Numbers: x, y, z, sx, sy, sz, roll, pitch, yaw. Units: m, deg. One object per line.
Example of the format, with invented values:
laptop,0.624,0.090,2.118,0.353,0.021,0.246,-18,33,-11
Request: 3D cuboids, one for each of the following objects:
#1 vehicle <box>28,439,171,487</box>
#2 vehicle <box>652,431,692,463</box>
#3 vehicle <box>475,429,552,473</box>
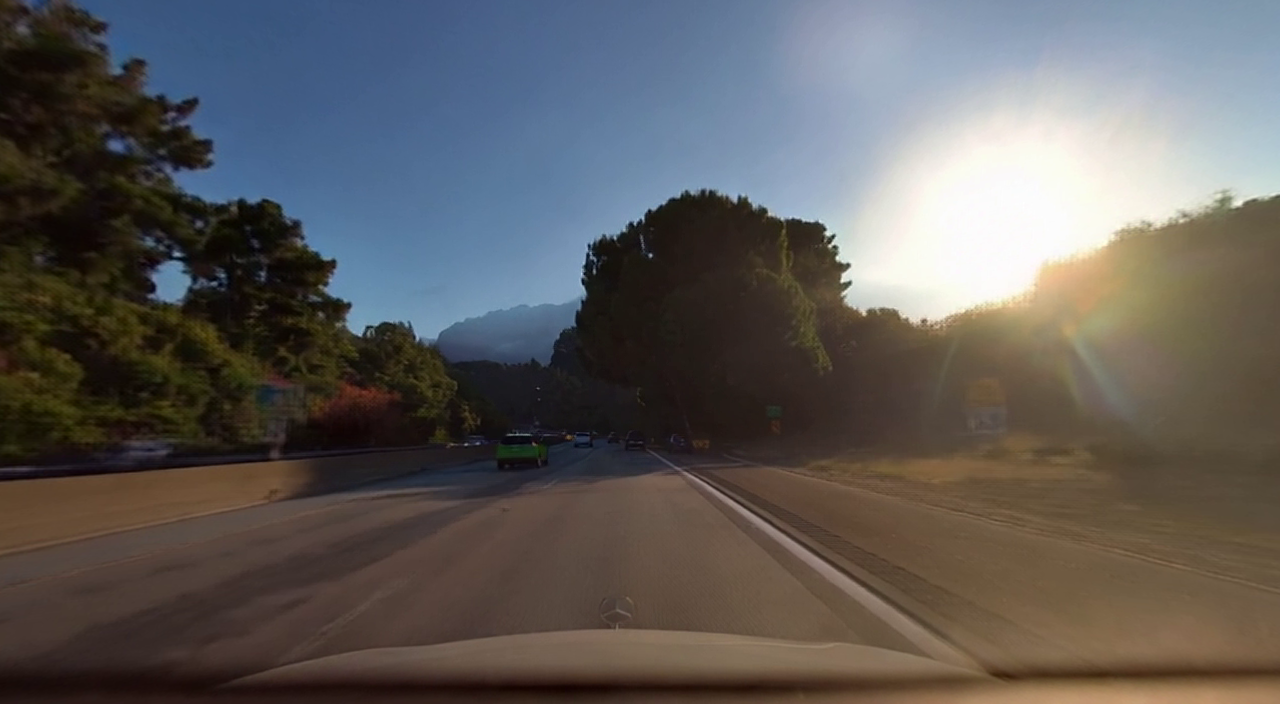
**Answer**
vehicle,-21.165,4.333,24.967,1.910,1.679,4.242,-2,-9,-1
vehicle,1.568,4.765,31.819,1.869,1.466,3.356,0,-8,0
vehicle,-4.737,3.778,24.380,2.023,1.512,4.804,0,-8,0
